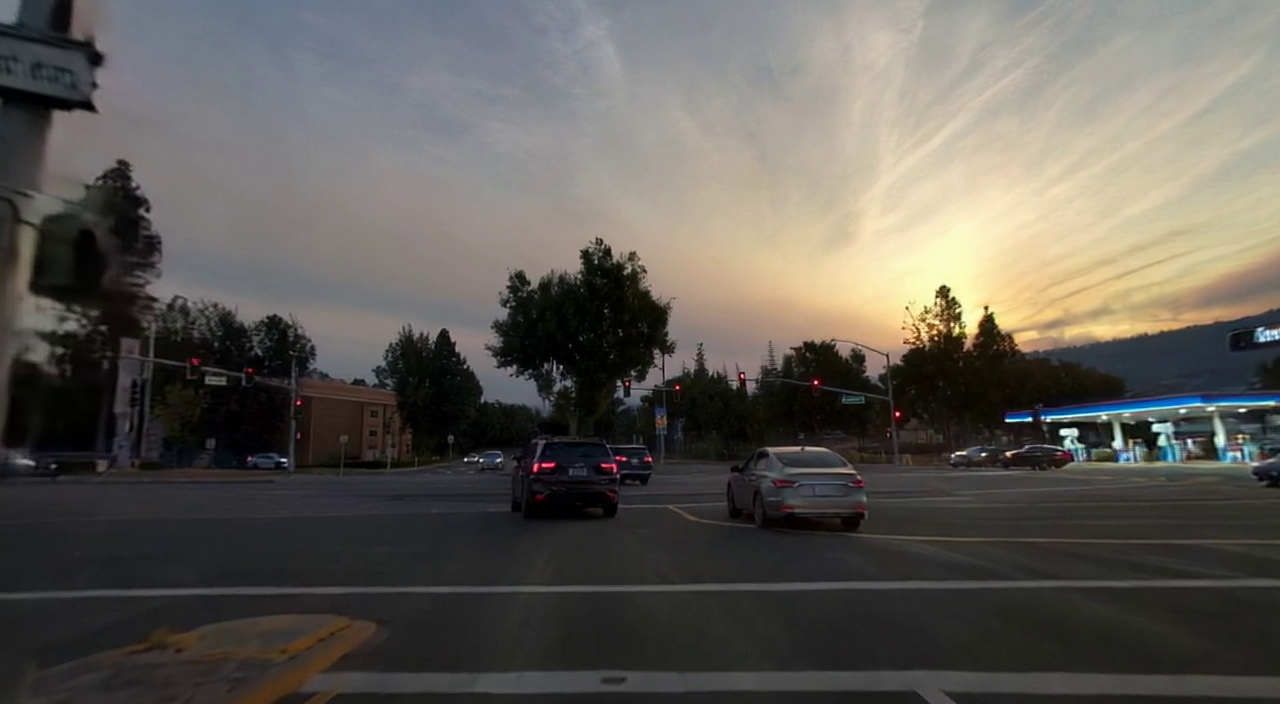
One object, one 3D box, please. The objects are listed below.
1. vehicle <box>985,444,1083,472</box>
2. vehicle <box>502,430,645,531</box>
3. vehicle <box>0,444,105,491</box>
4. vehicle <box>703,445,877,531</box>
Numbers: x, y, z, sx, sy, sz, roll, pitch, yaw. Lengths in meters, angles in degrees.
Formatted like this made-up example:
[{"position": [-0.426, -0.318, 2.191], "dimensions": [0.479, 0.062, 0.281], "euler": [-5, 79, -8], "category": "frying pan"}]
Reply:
[{"position": [25.820, 6.975, 41.630], "dimensions": [4.952, 1.745, 2.184], "euler": [-2, -9, 15], "category": "vehicle"}, {"position": [-1.624, 2.612, 13.546], "dimensions": [2.351, 1.733, 4.616], "euler": [2, -9, -14], "category": "vehicle"}, {"position": [-26.721, 5.067, 27.659], "dimensions": [4.658, 1.911, 2.162], "euler": [-2, -9, 4], "category": "vehicle"}, {"position": [2.867, 2.709, 13.355], "dimensions": [1.965, 1.460, 4.581], "euler": [1, -9, -9], "category": "vehicle"}]
